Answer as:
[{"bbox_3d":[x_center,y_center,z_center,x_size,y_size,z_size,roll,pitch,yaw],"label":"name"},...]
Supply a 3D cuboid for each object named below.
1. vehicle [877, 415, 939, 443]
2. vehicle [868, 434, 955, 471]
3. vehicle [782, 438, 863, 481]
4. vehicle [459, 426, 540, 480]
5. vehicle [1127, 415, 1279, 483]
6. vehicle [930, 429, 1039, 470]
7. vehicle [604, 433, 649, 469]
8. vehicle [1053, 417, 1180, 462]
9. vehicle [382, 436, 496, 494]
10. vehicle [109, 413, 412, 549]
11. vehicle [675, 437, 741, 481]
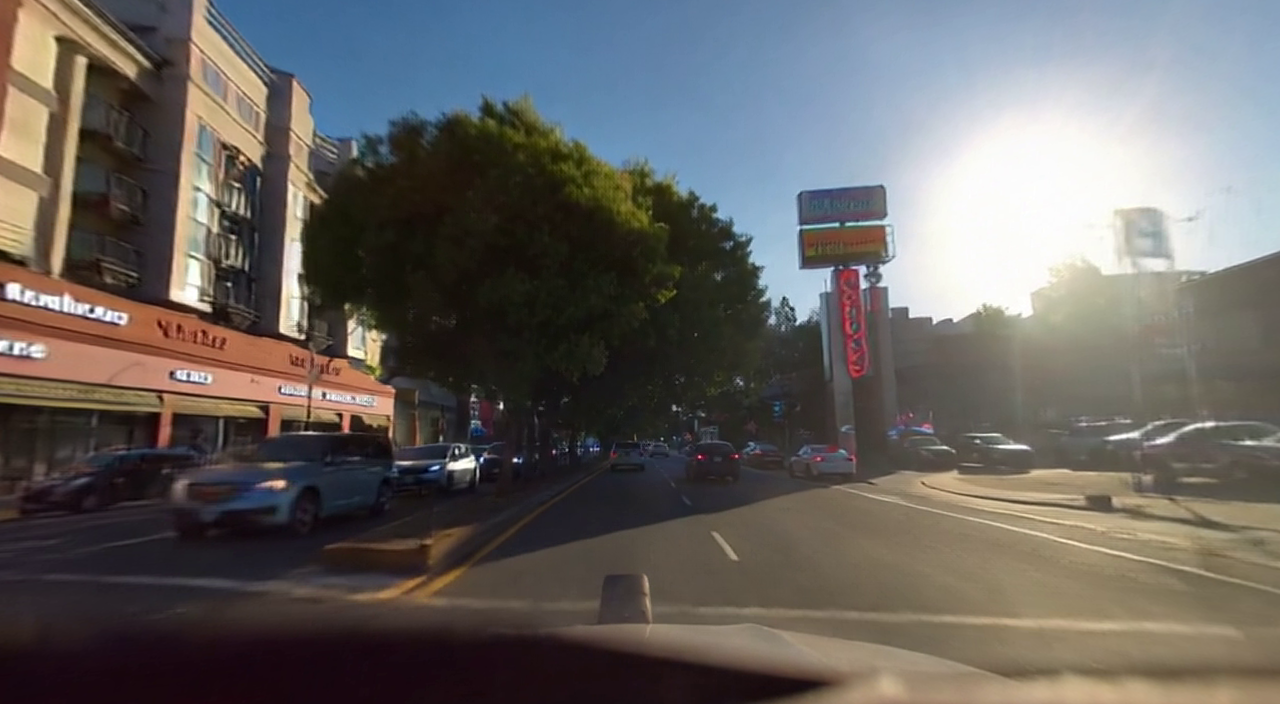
[{"bbox_3d":[15.620,4.587,37.002,1.793,1.505,4.557,-1,-8,3],"label":"vehicle"},{"bbox_3d":[12.233,4.541,28.793,2.058,1.493,4.612,-2,-8,2],"label":"vehicle"},{"bbox_3d":[7.423,4.389,26.120,1.914,1.587,4.548,0,-8,-1],"label":"vehicle"},{"bbox_3d":[-5.673,4.114,26.226,2.240,1.945,5.114,-1,-7,0],"label":"vehicle"},{"bbox_3d":[16.476,2.603,17.187,4.572,1.660,2.091,-1,-9,-1],"label":"vehicle"},{"bbox_3d":[15.347,4.363,28.495,2.007,1.642,5.001,-1,-8,-1],"label":"vehicle"},{"bbox_3d":[-0.705,5.425,34.657,2.301,1.837,4.411,0,-8,0],"label":"vehicle"},{"bbox_3d":[21.105,3.902,28.174,1.967,1.751,4.275,-2,-7,-6],"label":"vehicle"},{"bbox_3d":[-5.764,3.283,18.741,1.835,1.476,4.533,1,-8,1],"label":"vehicle"},{"bbox_3d":[-5.865,2.010,10.697,2.242,1.740,4.659,-1,-7,0],"label":"vehicle"},{"bbox_3d":[2.520,4.095,24.402,2.046,1.540,3.883,0,-8,-1],"label":"vehicle"}]
